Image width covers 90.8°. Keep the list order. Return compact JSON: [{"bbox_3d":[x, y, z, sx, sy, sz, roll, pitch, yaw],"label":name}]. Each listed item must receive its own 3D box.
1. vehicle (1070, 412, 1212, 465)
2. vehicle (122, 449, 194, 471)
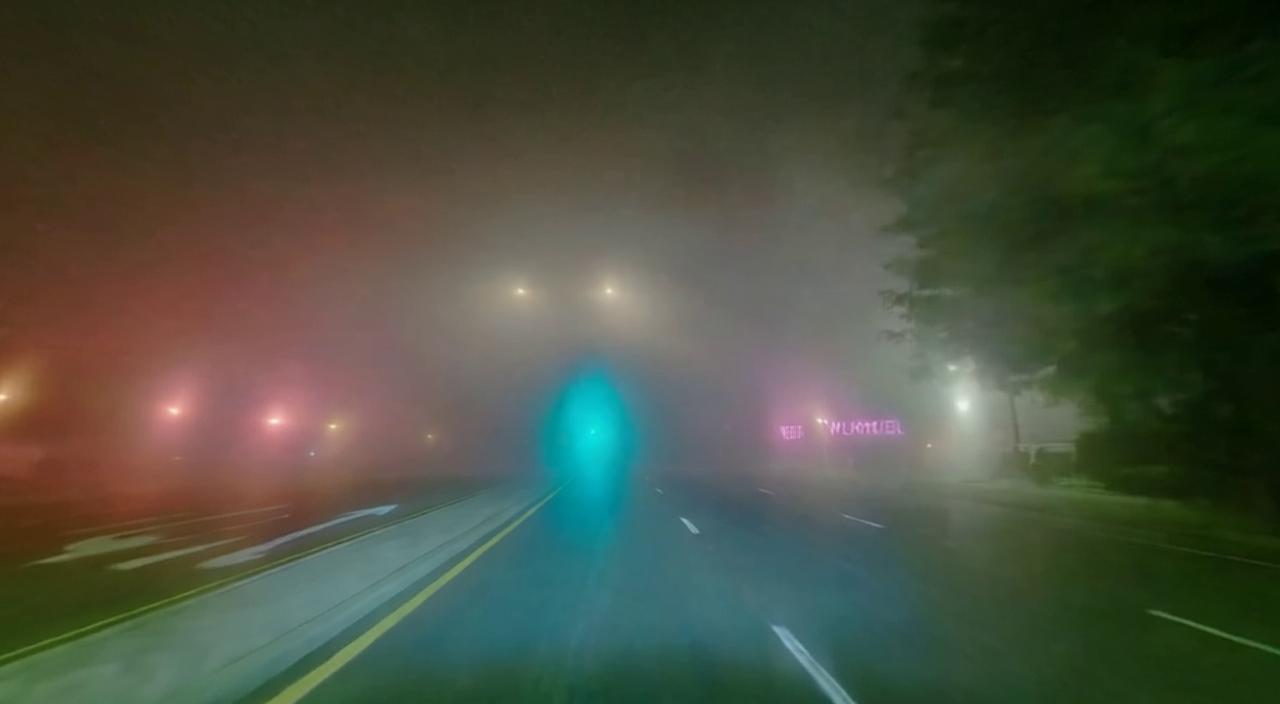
[{"bbox_3d":[31.234,5.490,39.852,2.905,3.046,6.805,1,-9,-4],"label":"vehicle"},{"bbox_3d":[-33.755,7.543,44.280,3.732,1.453,1.721,-1,-9,4],"label":"vehicle"}]
